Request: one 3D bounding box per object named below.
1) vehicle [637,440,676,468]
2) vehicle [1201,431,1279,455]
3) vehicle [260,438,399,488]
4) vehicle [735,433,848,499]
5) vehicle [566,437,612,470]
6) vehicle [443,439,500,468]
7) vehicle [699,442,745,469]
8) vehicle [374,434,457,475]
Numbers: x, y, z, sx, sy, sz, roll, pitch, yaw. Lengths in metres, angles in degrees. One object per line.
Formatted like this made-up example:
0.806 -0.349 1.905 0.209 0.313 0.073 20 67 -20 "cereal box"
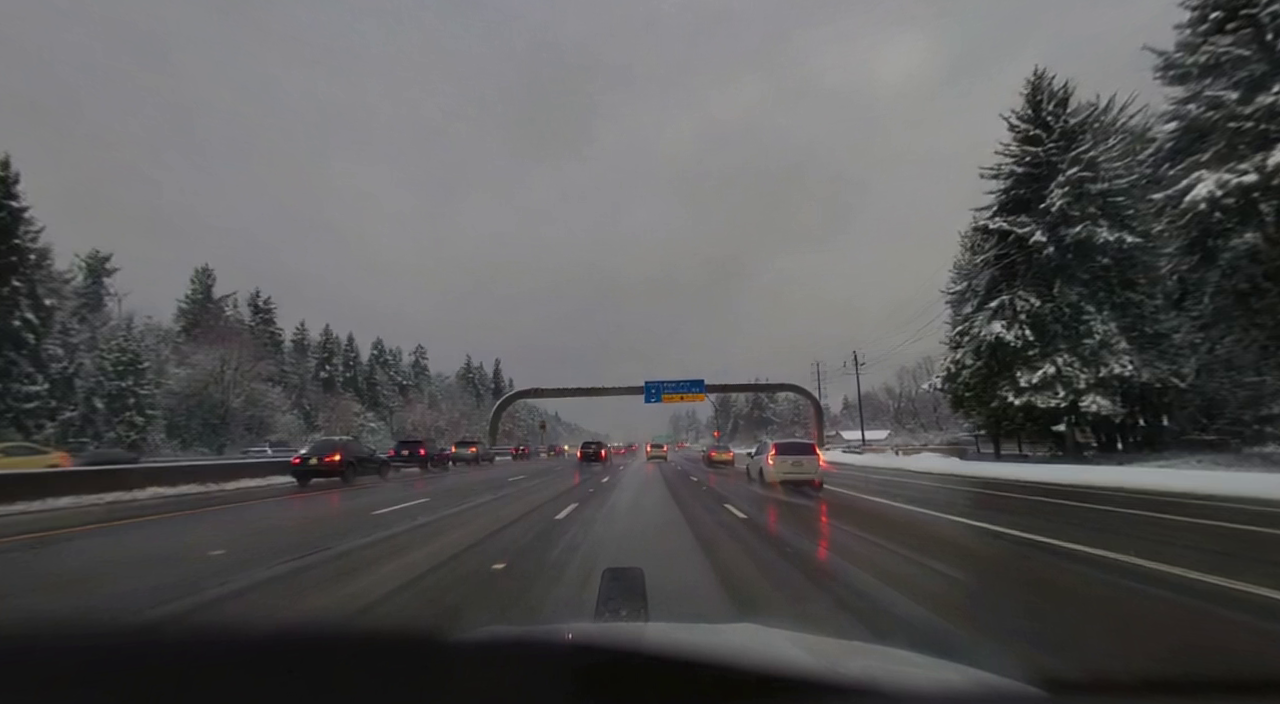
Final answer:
0.971 6.101 37.800 2.220 1.575 4.332 0 -8 1 "vehicle"
37.441 5.660 39.198 3.438 1.426 1.793 0 -8 -5 "vehicle"
-10.429 3.757 21.728 2.181 1.512 4.889 0 -8 2 "vehicle"
4.001 3.088 17.502 2.036 1.580 4.360 0 -8 0 "vehicle"
-2.874 5.876 36.681 2.133 1.775 4.530 0 -8 2 "vehicle"
-10.344 6.258 39.077 2.137 1.690 4.630 0 -8 1 "vehicle"
4.621 5.919 36.312 2.022 1.472 4.678 0 -8 0 "vehicle"
-10.448 4.806 29.732 2.083 1.776 4.721 0 -8 1 "vehicle"
